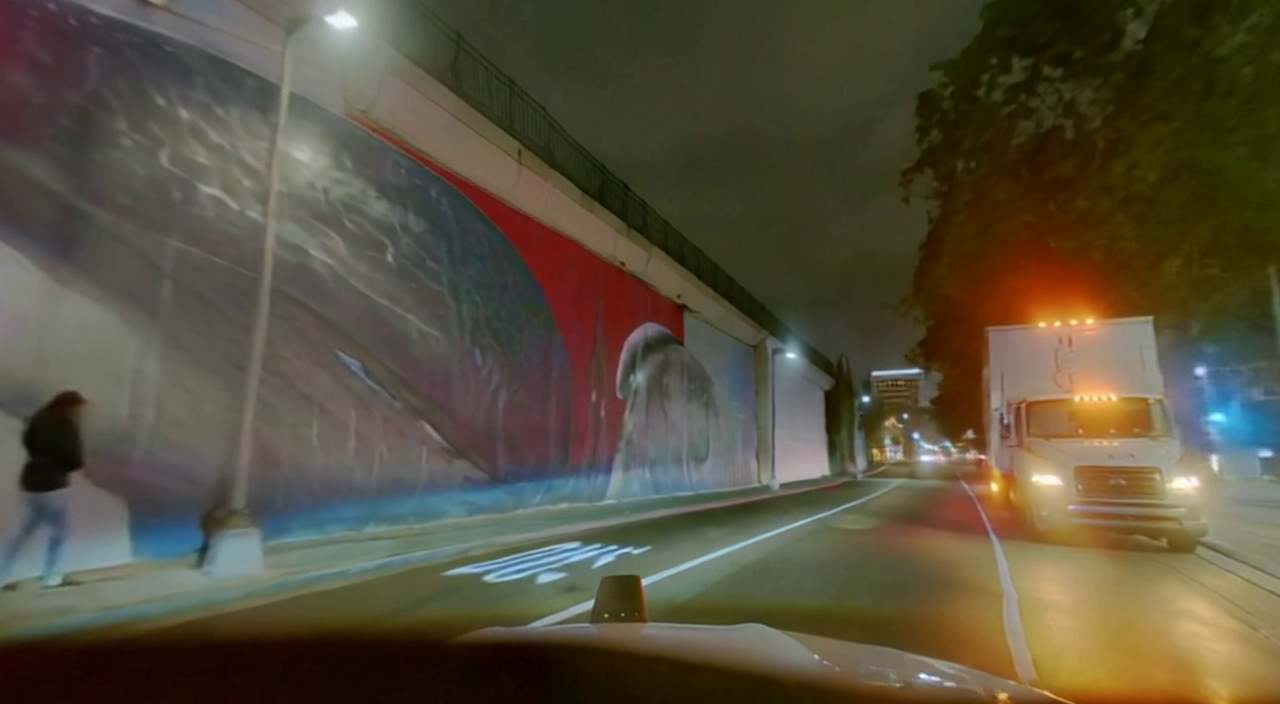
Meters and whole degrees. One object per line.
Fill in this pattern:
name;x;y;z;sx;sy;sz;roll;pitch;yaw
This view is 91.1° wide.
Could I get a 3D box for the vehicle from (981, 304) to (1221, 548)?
vehicle;9.938;1.857;14.828;2.849;3.893;9.347;-4;-10;27
